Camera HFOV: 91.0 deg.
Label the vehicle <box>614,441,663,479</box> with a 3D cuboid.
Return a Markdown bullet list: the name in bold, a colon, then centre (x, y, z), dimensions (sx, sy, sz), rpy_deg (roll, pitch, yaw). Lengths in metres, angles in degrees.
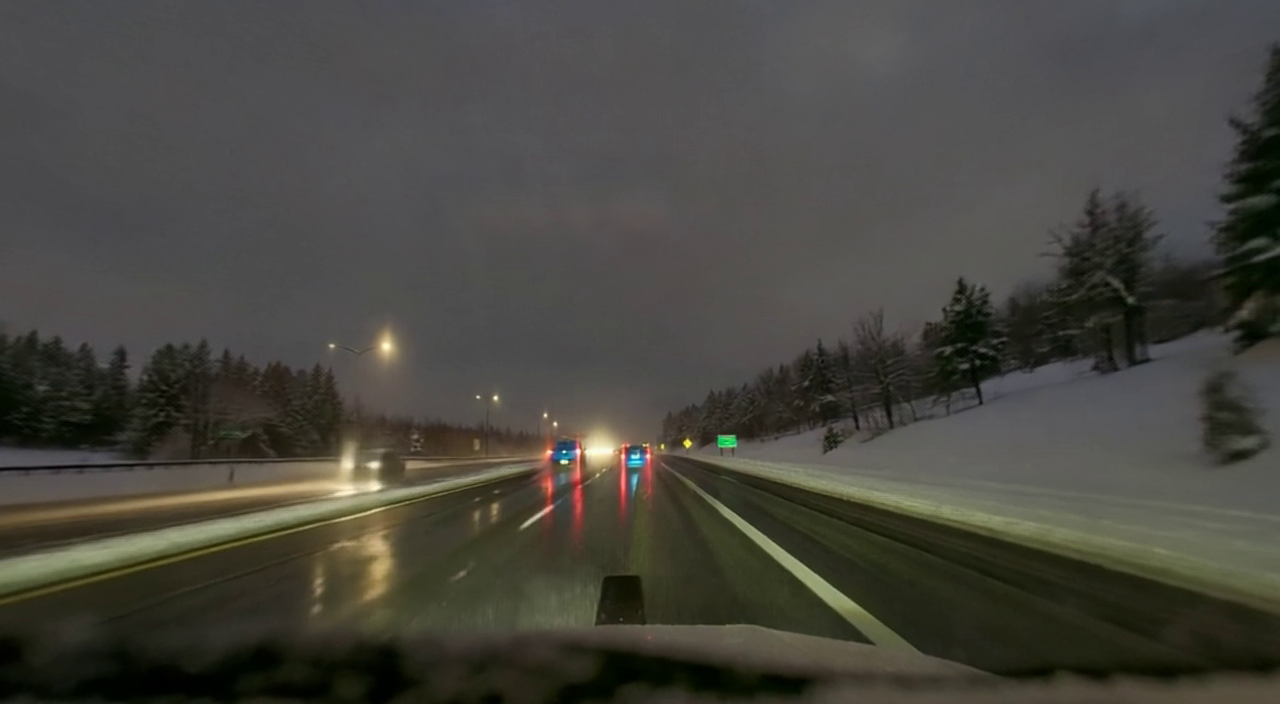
- **vehicle**: centre (-0.065, 4.915, 28.901), dimensions (2.086, 1.548, 4.325), rpy_deg (0, -9, 0)

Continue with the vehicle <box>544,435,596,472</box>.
- **vehicle**: centre (-3.775, 5.568, 34.690), dimensions (2.264, 1.901, 4.647), rpy_deg (-1, -9, 1)

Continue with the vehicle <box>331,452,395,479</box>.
- **vehicle**: centre (-17.443, 7.145, 39.940), dimensions (1.914, 1.595, 4.561), rpy_deg (-1, -9, 1)
